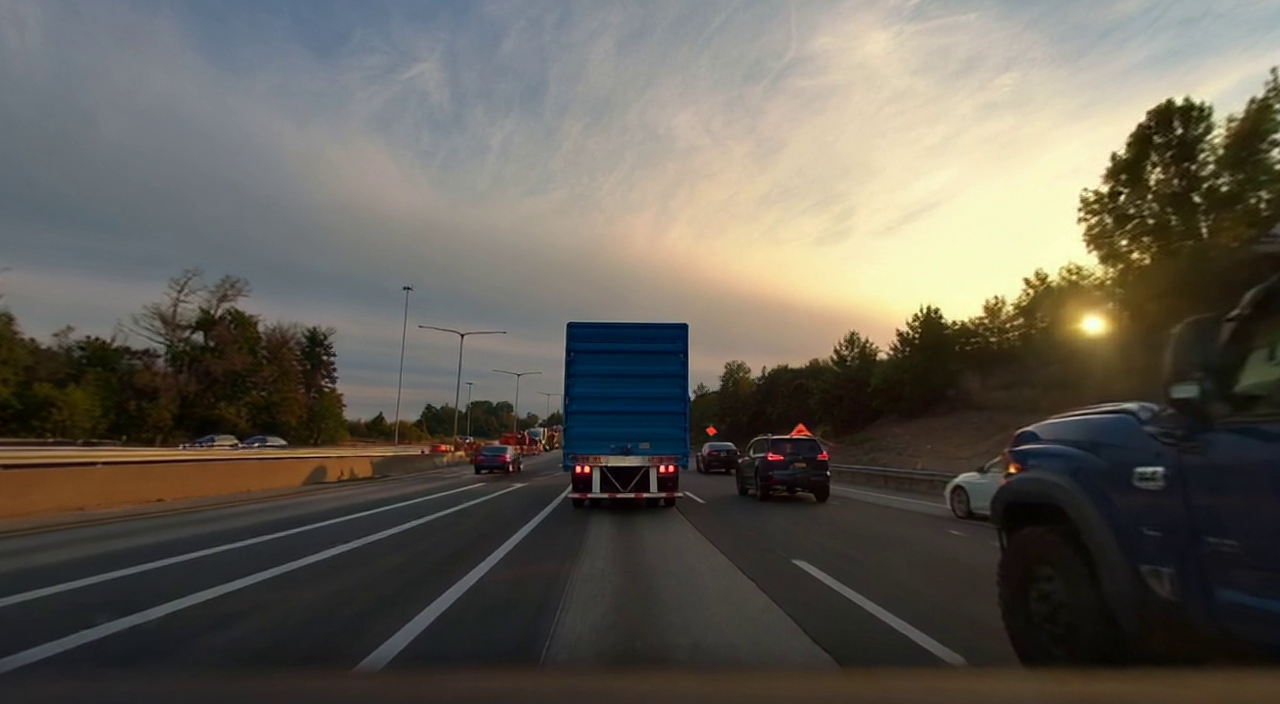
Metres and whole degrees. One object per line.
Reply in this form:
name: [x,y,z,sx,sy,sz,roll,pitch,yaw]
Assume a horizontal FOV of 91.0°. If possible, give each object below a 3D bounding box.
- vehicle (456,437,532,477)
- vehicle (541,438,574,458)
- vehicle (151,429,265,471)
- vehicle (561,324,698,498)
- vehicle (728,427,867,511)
vehicle: [-5.904,4.332,26.110,2.014,1.477,4.595,0,-9,1]
vehicle: [-6.493,7.593,49.812,1.994,1.481,4.660,0,-9,0]
vehicle: [-21.776,4.920,31.789,4.632,1.852,2.033,0,-8,16]
vehicle: [-0.417,2.080,19.402,3.067,3.940,10.154,1,-9,-2]
vehicle: [3.557,2.736,15.173,2.103,1.713,4.173,1,-9,-3]
